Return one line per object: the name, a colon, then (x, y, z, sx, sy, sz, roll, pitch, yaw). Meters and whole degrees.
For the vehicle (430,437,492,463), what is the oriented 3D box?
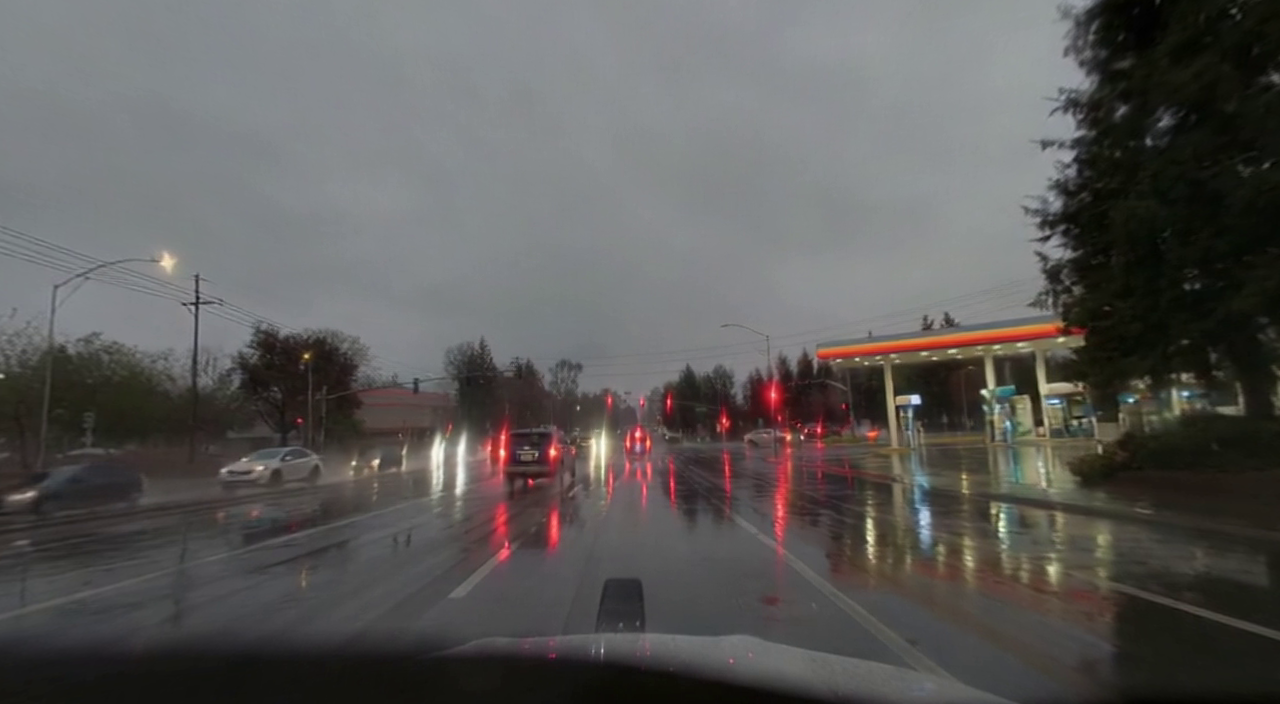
vehicle: (-13.501, 7.440, 48.049, 2.238, 1.872, 5.625, -2, -9, 10)

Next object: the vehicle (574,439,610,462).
vehicle: (-3.097, 6.439, 41.257, 1.881, 1.424, 4.098, 0, -9, 2)

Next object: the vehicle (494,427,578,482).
vehicle: (-3.491, 3.555, 22.027, 2.096, 1.718, 4.266, 0, -9, 1)

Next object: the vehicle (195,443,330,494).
vehicle: (-13.497, 4.164, 23.006, 1.981, 1.671, 4.598, 0, -9, 1)

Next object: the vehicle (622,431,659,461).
vehicle: (0.060, 6.043, 40.541, 2.224, 1.819, 5.005, 0, -9, 1)

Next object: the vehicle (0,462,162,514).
vehicle: (-16.950, 4.067, 19.225, 1.765, 1.310, 3.824, 0, -9, 0)
